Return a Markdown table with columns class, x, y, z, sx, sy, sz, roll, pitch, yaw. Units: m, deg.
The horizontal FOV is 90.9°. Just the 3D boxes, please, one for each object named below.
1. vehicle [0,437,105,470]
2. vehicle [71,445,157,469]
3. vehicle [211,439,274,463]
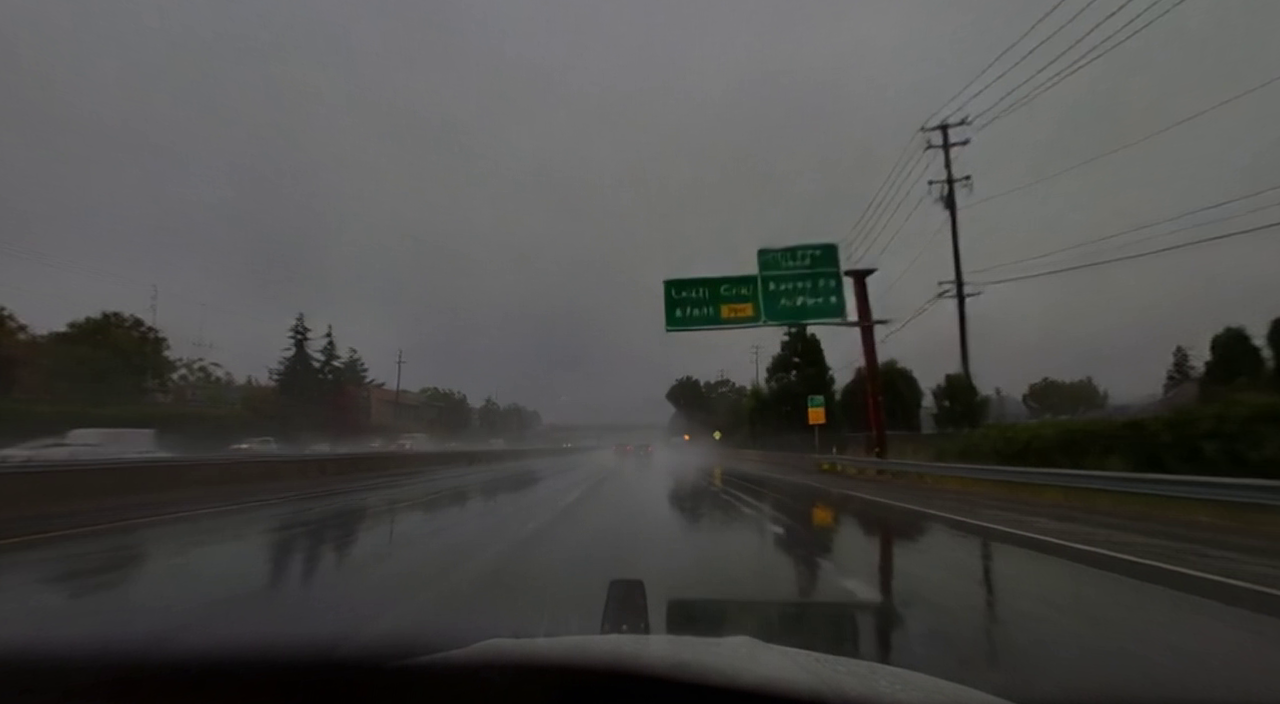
| class | x | y | z | sx | sy | sz | roll | pitch | yaw |
| --- | --- | --- | --- | --- | --- | --- | --- | --- | --- |
| vehicle | -30.328 | 5.161 | 32.339 | 1.886 | 1.494 | 4.292 | -1 | -7 | 3 |
| vehicle | -33.943 | 6.757 | 40.876 | 1.713 | 1.464 | 4.397 | 0 | -8 | 1 |
| vehicle | -29.664 | 7.359 | 47.208 | 1.806 | 1.648 | 4.438 | 0 | -7 | 0 |
